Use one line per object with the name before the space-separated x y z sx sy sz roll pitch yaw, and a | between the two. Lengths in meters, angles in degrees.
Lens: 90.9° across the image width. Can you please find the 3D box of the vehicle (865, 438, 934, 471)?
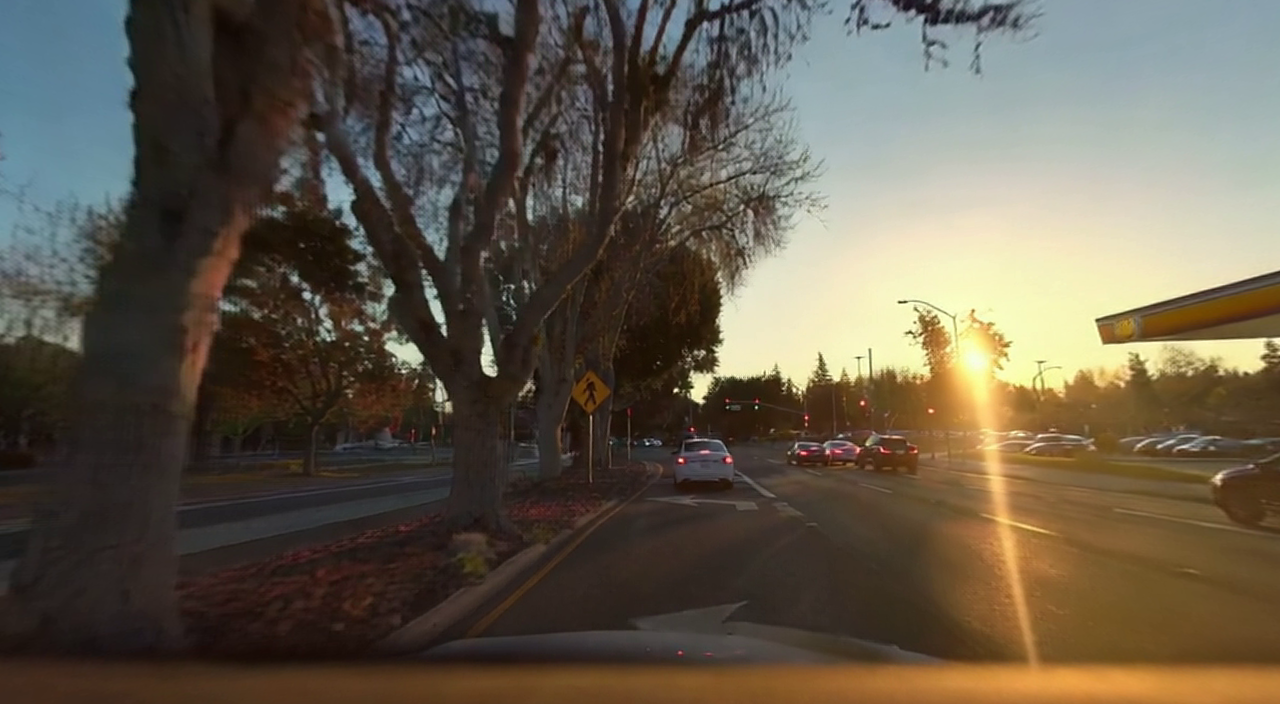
vehicle | 13.494 5.347 33.095 1.976 1.584 4.516 -1 -9 4

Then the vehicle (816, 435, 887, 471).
vehicle | 10.691 5.127 32.248 1.991 1.695 4.357 0 -9 -2

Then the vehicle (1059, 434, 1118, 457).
vehicle | 33.092 6.919 46.626 1.914 1.563 3.672 -1 -9 6

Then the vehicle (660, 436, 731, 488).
vehicle | 1.756 3.483 20.262 2.032 1.461 4.173 -1 -9 4
